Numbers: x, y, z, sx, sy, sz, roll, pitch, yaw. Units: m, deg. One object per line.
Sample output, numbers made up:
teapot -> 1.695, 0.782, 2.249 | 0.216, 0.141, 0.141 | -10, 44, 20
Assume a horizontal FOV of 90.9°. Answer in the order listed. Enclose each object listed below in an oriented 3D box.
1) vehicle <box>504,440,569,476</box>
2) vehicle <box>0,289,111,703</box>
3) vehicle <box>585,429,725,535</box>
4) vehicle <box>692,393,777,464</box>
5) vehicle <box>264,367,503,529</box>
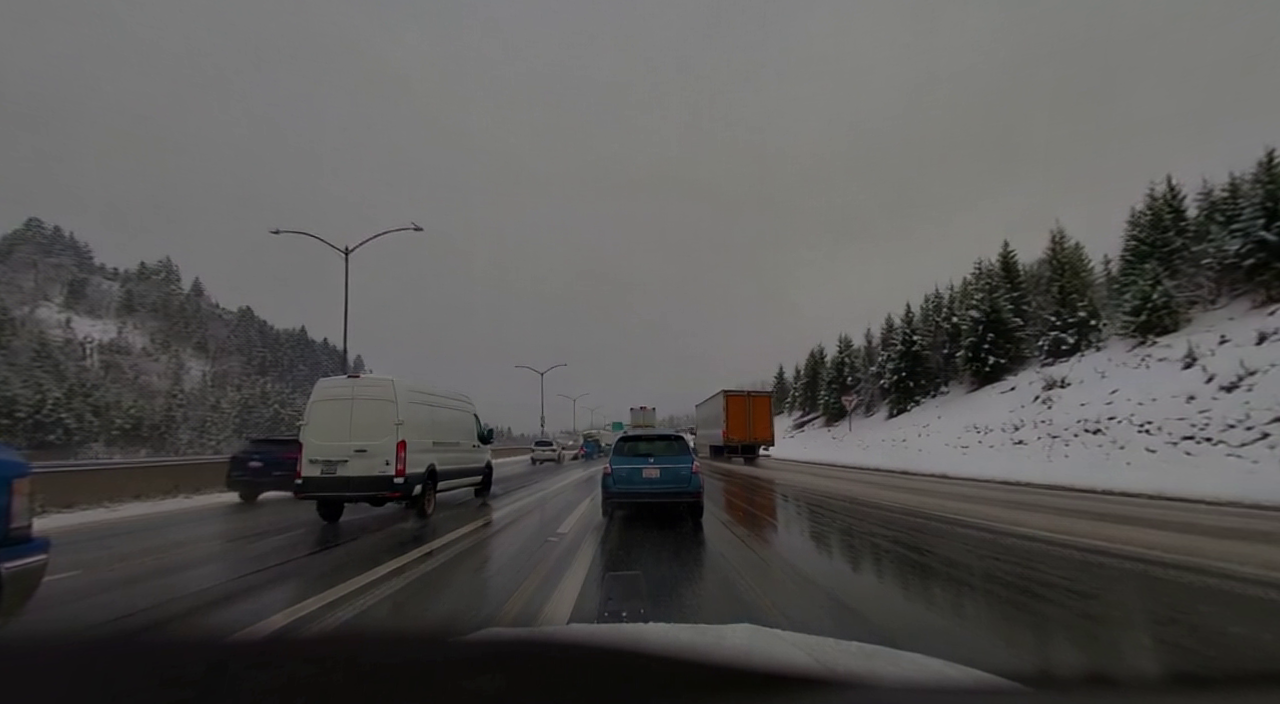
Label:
vehicle -> -4.440, 4.627, 27.786 | 2.007, 1.457, 4.447 | 0, -8, 1
vehicle -> -4.265, 0.425, 0.927 | 2.195, 2.086, 5.445 | 0, -8, 0
vehicle -> 0.173, 2.161, 11.099 | 2.003, 1.499, 3.930 | 0, -8, -1
vehicle -> 6.387, 5.826, 46.555 | 2.989, 4.277, 16.586 | 0, -8, -3
vehicle -> -4.643, 1.908, 12.779 | 2.300, 2.522, 5.701 | 0, -8, 1
